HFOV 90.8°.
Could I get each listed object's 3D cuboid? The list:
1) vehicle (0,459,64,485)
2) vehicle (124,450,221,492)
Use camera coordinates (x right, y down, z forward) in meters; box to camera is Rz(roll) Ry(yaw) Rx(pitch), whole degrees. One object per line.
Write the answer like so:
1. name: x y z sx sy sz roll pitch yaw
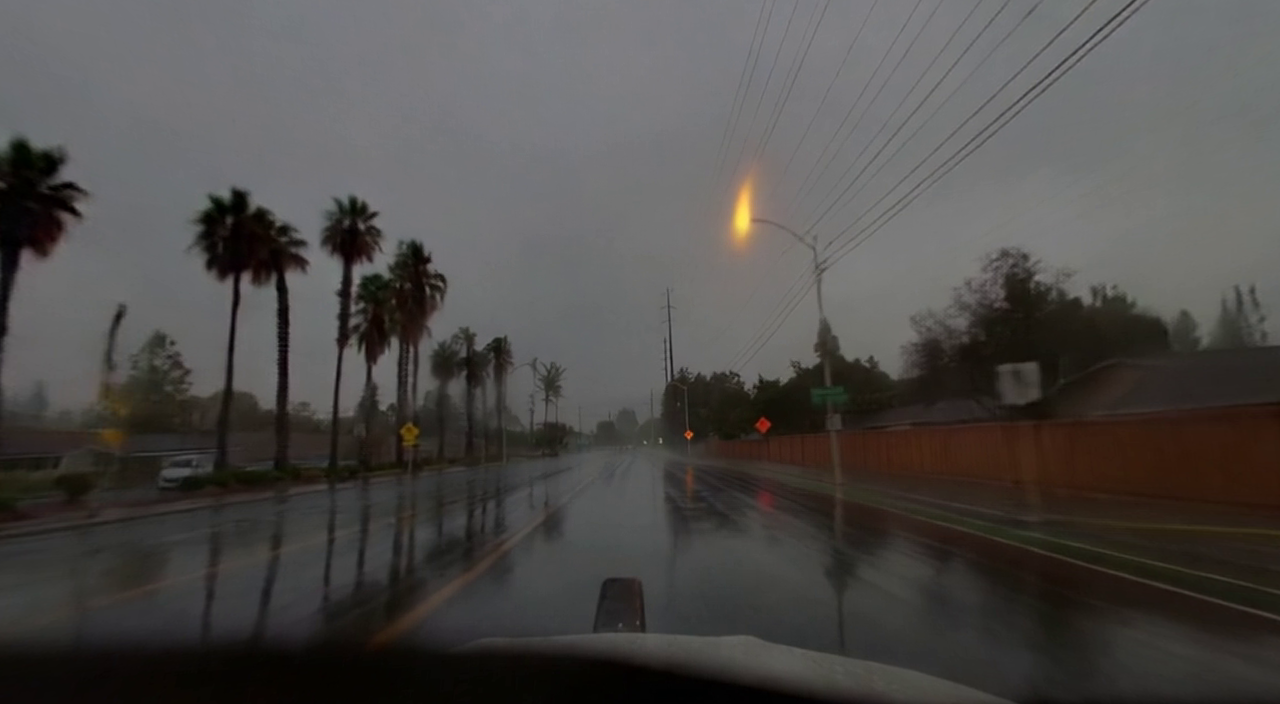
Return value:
1. vehicle: -39.739 7.553 39.880 4.368 1.527 2.276 5 -9 -26
2. vehicle: -25.793 6.544 34.794 5.622 1.769 2.331 -9 -7 31
